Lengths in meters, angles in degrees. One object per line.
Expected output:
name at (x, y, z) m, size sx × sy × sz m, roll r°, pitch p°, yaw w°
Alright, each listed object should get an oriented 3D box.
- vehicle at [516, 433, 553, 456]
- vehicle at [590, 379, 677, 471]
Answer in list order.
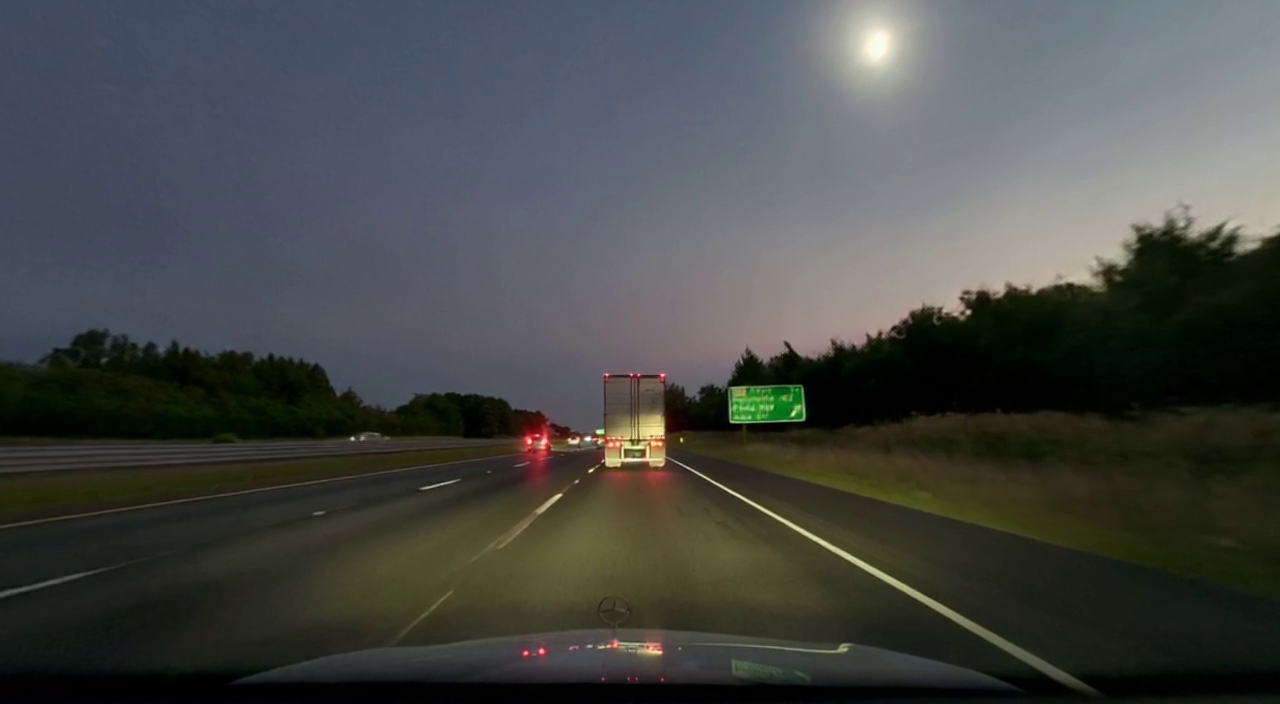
vehicle at (-7.153, 6.317, 42.945) m, size 1.856 × 1.479 × 3.710 m, roll 0°, pitch -8°, yaw 0°
vehicle at (-0.347, 3.660, 30.687) m, size 3.033 × 3.223 × 14.836 m, roll 4°, pitch -7°, yaw 0°
